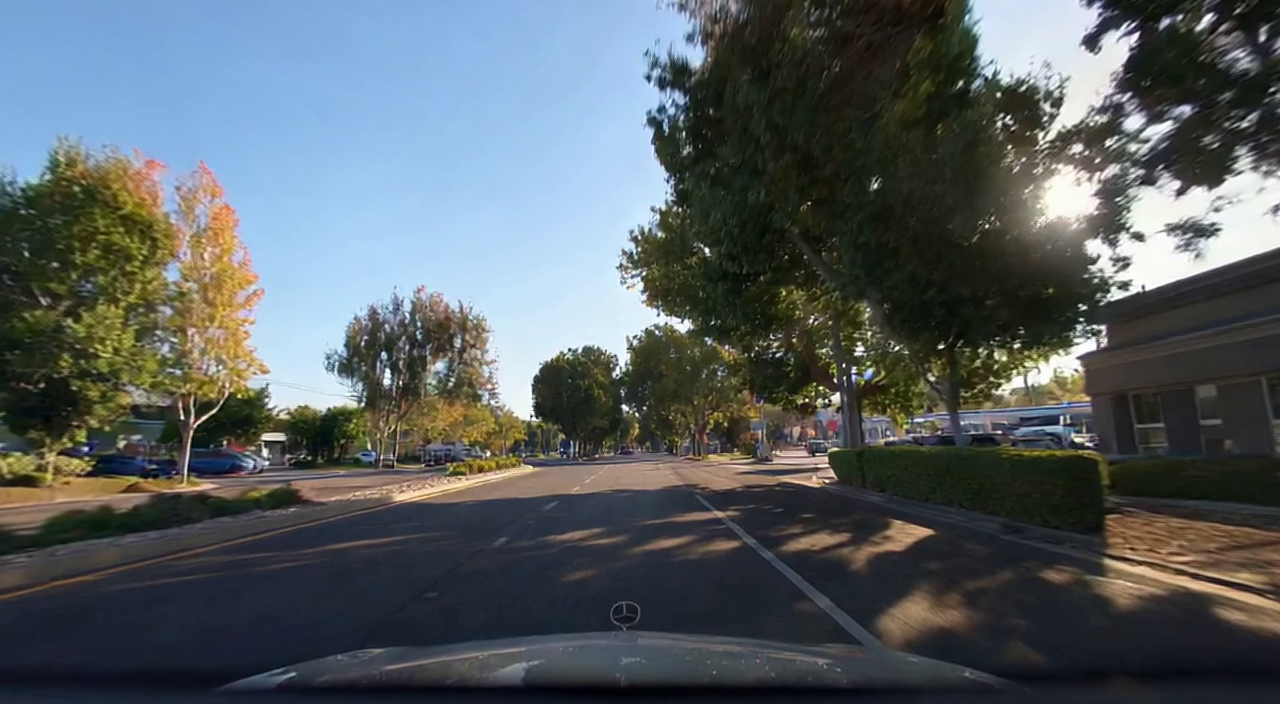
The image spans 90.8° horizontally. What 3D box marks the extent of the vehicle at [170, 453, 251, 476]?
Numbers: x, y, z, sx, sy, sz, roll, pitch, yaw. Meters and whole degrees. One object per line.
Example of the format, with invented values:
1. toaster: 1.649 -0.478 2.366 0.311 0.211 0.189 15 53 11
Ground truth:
1. vehicle: -30.951 8.107 45.620 4.274 1.491 2.110 0 -9 -4

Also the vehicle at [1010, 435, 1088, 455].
1. vehicle: 31.077 7.045 48.055 4.549 1.476 1.952 0 -8 1

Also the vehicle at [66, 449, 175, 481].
1. vehicle: -30.571 6.640 37.279 4.613 1.820 2.013 0 -9 1
